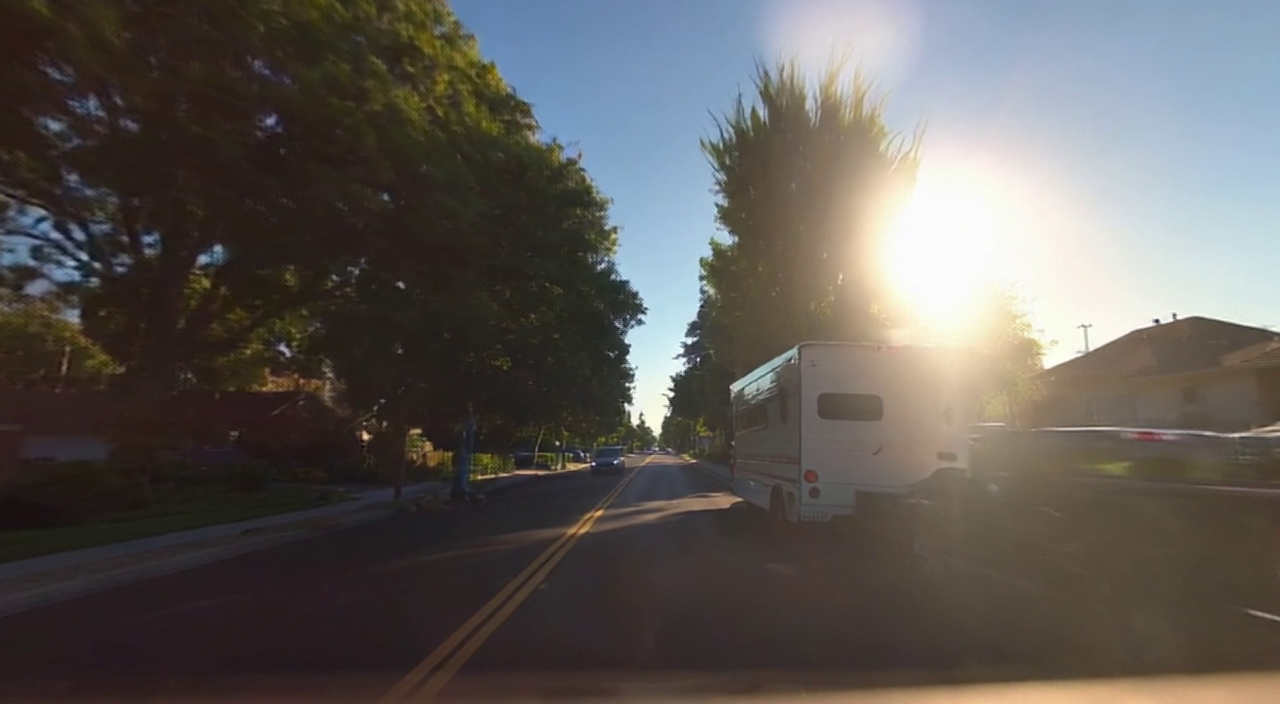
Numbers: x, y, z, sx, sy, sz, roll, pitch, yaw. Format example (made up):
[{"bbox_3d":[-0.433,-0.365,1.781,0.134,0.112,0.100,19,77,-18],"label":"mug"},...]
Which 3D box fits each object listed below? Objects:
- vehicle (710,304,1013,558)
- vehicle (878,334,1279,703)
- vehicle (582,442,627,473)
[{"bbox_3d":[3.583,1.838,14.127,3.052,3.440,11.052,-1,-8,2],"label":"vehicle"},{"bbox_3d":[3.475,1.102,4.211,1.980,1.782,4.627,0,-9,1],"label":"vehicle"},{"bbox_3d":[-2.037,6.286,37.716,2.194,1.763,4.288,-1,-9,3],"label":"vehicle"}]
